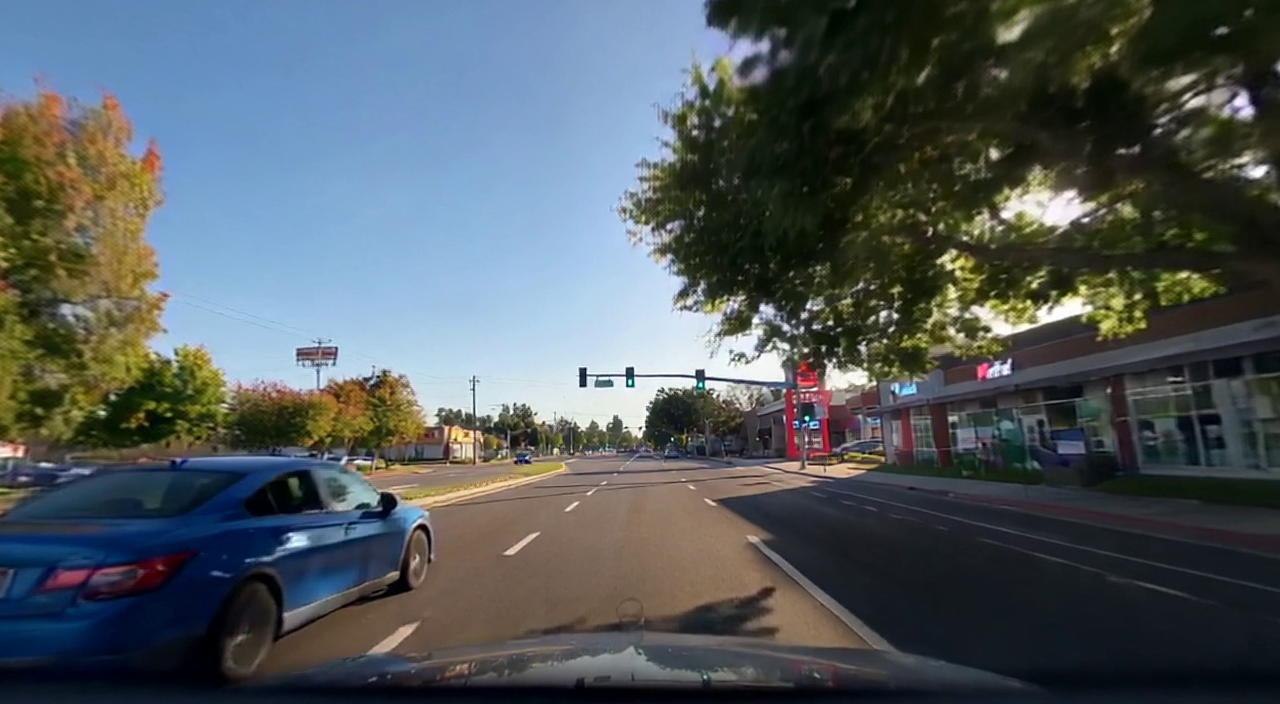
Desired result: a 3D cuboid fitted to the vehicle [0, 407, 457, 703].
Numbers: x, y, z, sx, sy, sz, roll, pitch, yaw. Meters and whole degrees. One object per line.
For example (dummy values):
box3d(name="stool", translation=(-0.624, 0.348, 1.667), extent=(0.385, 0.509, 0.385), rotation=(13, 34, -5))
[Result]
box3d(name="vehicle", translation=(-2.967, 1.229, 4.119), extent=(2.082, 1.460, 4.636), rotation=(0, -8, 1))
